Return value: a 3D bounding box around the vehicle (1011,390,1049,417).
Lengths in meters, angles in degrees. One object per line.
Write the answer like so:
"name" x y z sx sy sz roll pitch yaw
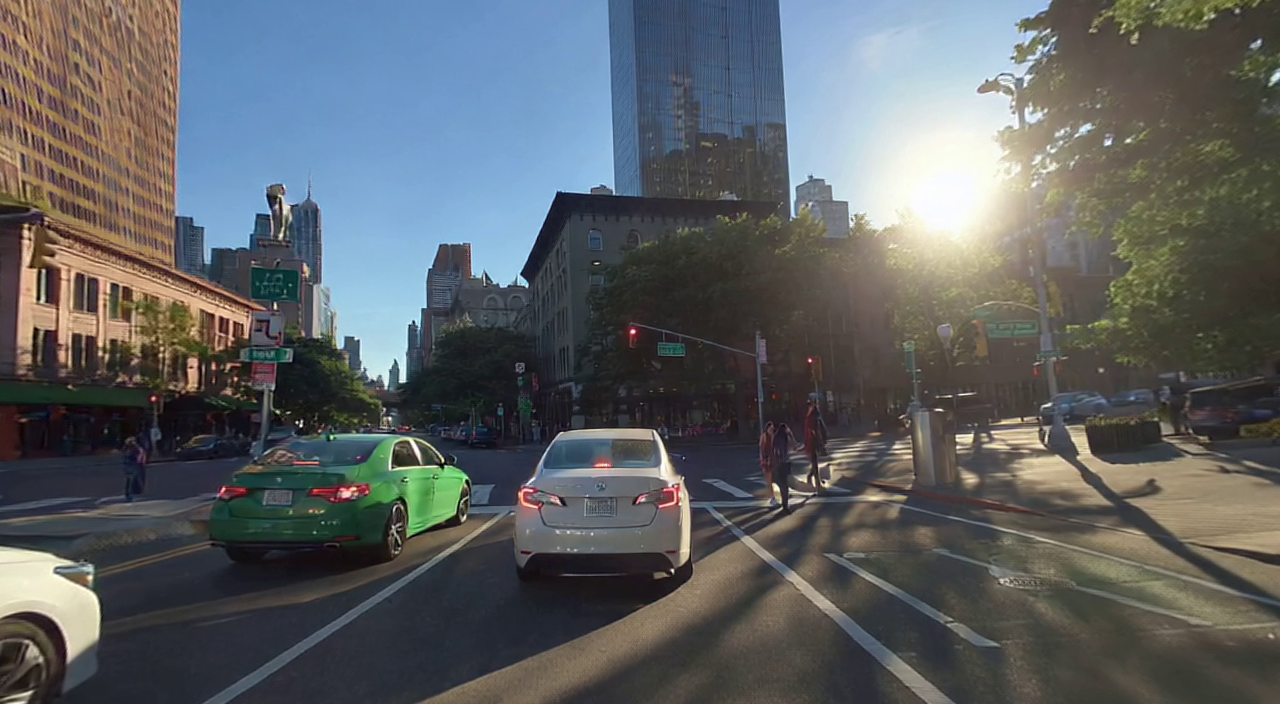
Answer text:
"vehicle" 30.040 4.009 48.577 1.979 1.769 4.657 -6 -10 35

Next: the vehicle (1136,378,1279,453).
"vehicle" 21.641 2.359 22.874 5.863 2.493 2.354 2 -9 -12

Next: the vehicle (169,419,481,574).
"vehicle" -3.685 1.758 8.486 1.934 1.522 4.287 0 -8 0

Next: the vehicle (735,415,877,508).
"vehicle" 3.338 2.320 13.688 1.958 1.667 4.392 0 -8 2

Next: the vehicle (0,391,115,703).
"vehicle" -3.906 0.702 1.189 1.995 1.524 4.438 0 -8 0

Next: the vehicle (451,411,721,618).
"vehicle" -0.416 1.501 6.724 1.999 1.520 3.896 0 -8 0
